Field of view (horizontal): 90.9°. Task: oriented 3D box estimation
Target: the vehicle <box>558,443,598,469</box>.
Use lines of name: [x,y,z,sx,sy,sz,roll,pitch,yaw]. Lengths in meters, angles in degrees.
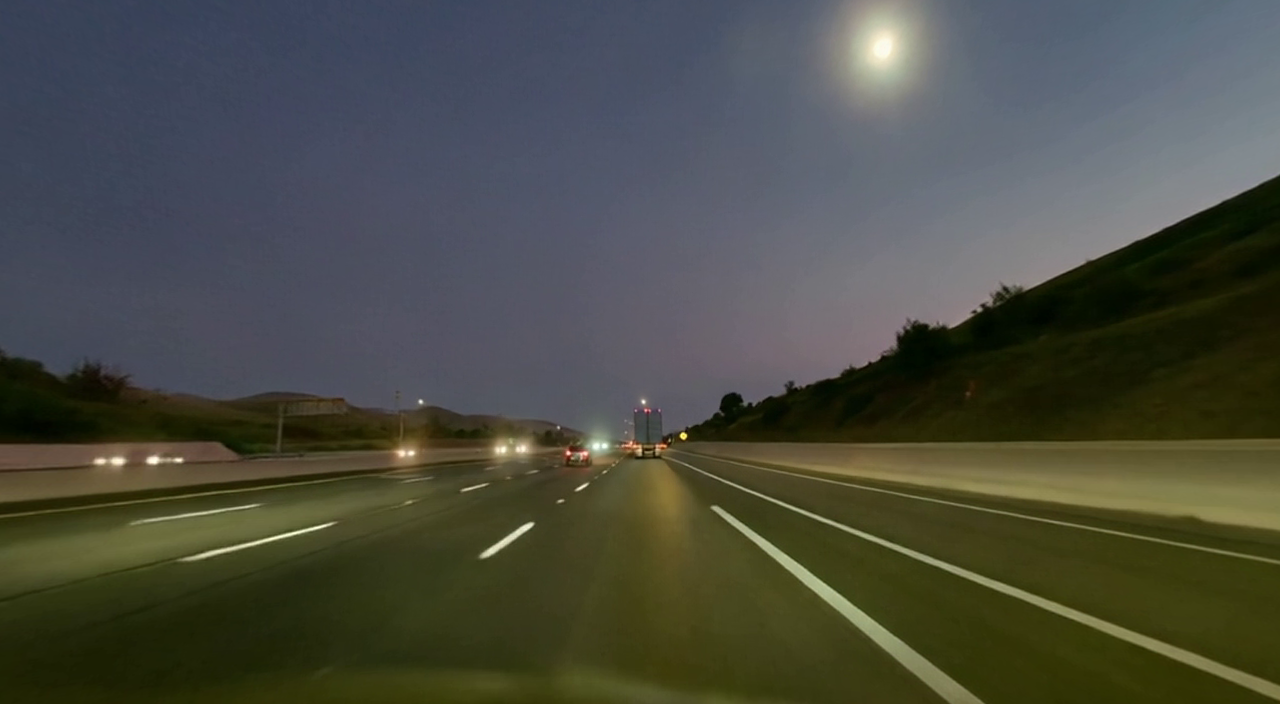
vehicle: [-3.725,6.323,38.419,1.983,1.508,4.060,0,-9,1]
